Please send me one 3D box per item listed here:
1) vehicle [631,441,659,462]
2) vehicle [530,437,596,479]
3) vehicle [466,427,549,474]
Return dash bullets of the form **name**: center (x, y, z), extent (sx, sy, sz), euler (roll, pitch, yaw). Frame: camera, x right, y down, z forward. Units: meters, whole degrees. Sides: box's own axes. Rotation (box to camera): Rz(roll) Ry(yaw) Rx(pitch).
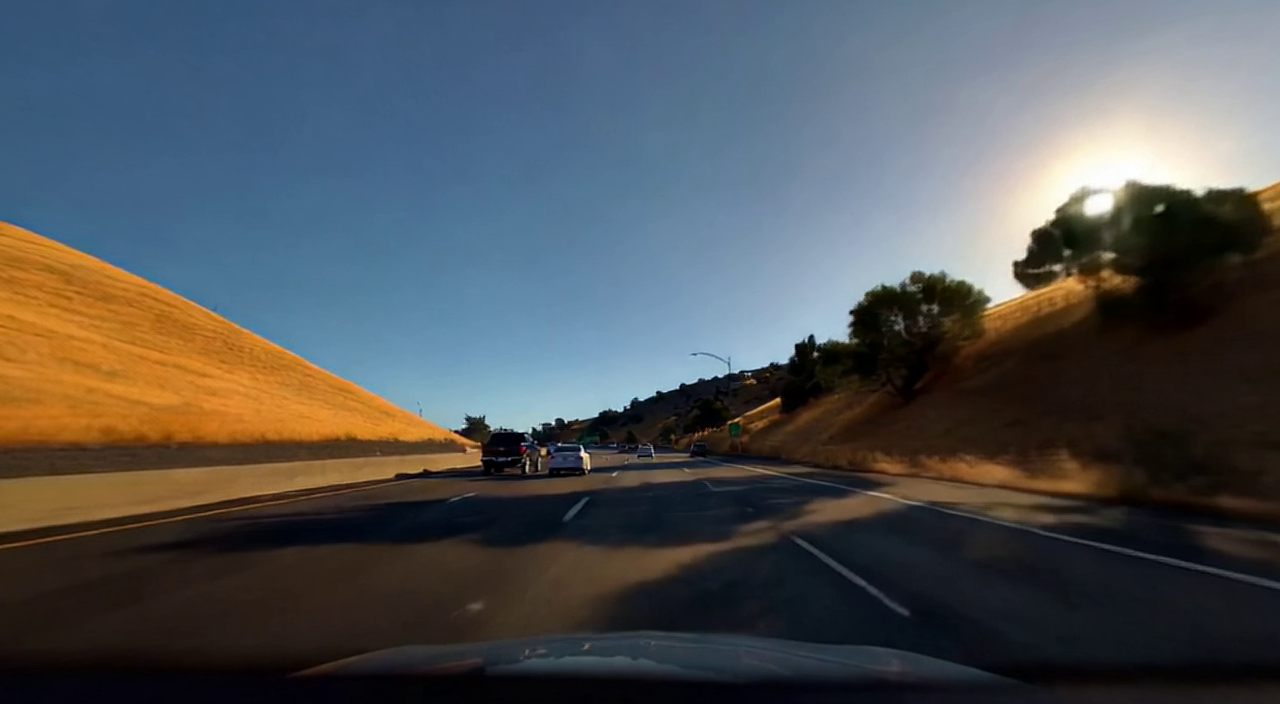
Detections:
- **vehicle**: center (0.399, 7.622, 48.524), extent (2.031, 1.566, 3.904), euler (0, -8, 1)
- **vehicle**: center (-3.040, 4.326, 25.916), extent (2.091, 1.552, 4.516), euler (0, -8, 1)
- **vehicle**: center (-6.404, 4.877, 31.459), extent (2.589, 2.063, 6.206), euler (0, -8, 2)
